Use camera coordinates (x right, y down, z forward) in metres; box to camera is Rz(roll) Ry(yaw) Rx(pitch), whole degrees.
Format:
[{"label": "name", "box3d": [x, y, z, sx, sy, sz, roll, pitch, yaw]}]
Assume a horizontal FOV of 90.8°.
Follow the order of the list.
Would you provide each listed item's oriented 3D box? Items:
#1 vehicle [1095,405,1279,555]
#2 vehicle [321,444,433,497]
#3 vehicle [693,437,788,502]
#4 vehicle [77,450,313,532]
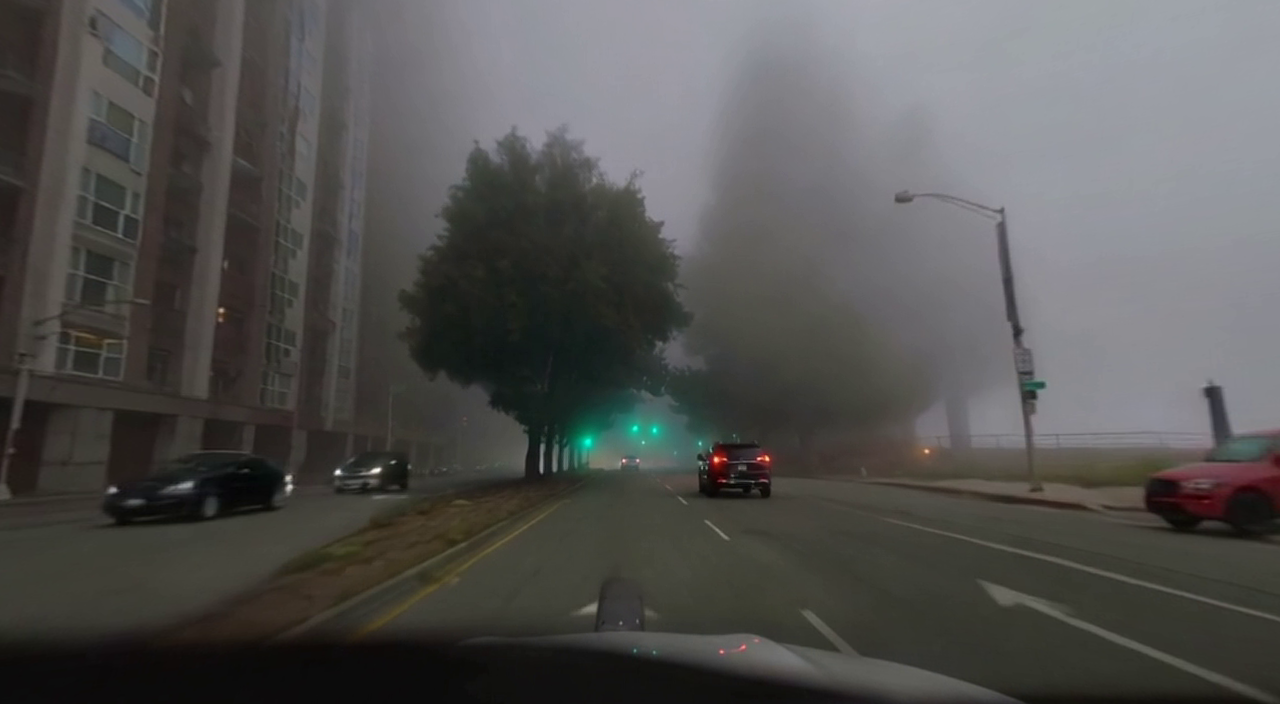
[{"label": "vehicle", "box3d": [10.275, 1.821, 9.289, 5.208, 1.958, 2.237, -1, -8, 8]}, {"label": "vehicle", "box3d": [-9.559, 4.311, 23.520, 1.939, 1.744, 5.079, 0, -8, 0]}, {"label": "vehicle", "box3d": [3.101, 3.739, 20.608, 2.129, 1.844, 4.767, 0, -8, -2]}, {"label": "vehicle", "box3d": [-9.377, 2.906, 13.911, 1.905, 1.451, 4.425, 0, -8, 1]}]
